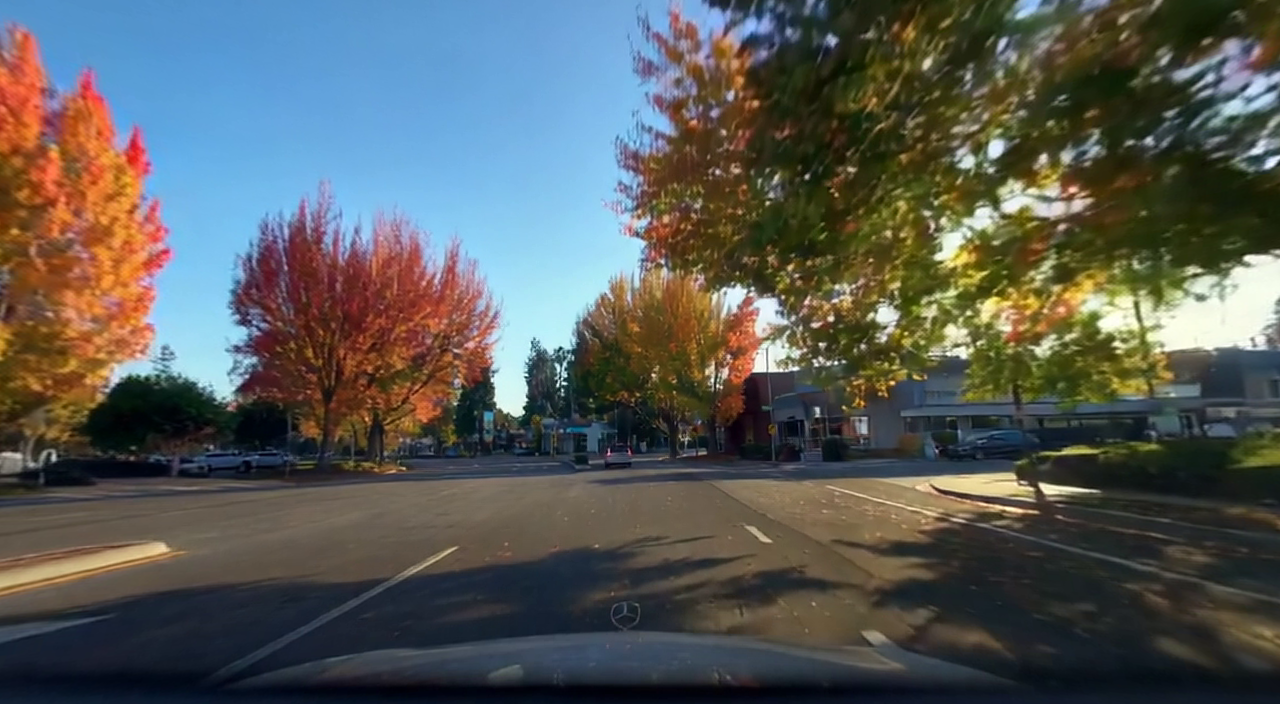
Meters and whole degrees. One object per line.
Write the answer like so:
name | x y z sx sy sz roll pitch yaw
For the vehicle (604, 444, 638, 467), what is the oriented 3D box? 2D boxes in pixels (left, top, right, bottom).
vehicle | -1.403 7.299 44.487 2.018 1.512 4.304 1 -8 -7

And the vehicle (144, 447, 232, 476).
vehicle | -35.500 8.642 49.640 5.135 1.689 2.269 -3 -12 -15
